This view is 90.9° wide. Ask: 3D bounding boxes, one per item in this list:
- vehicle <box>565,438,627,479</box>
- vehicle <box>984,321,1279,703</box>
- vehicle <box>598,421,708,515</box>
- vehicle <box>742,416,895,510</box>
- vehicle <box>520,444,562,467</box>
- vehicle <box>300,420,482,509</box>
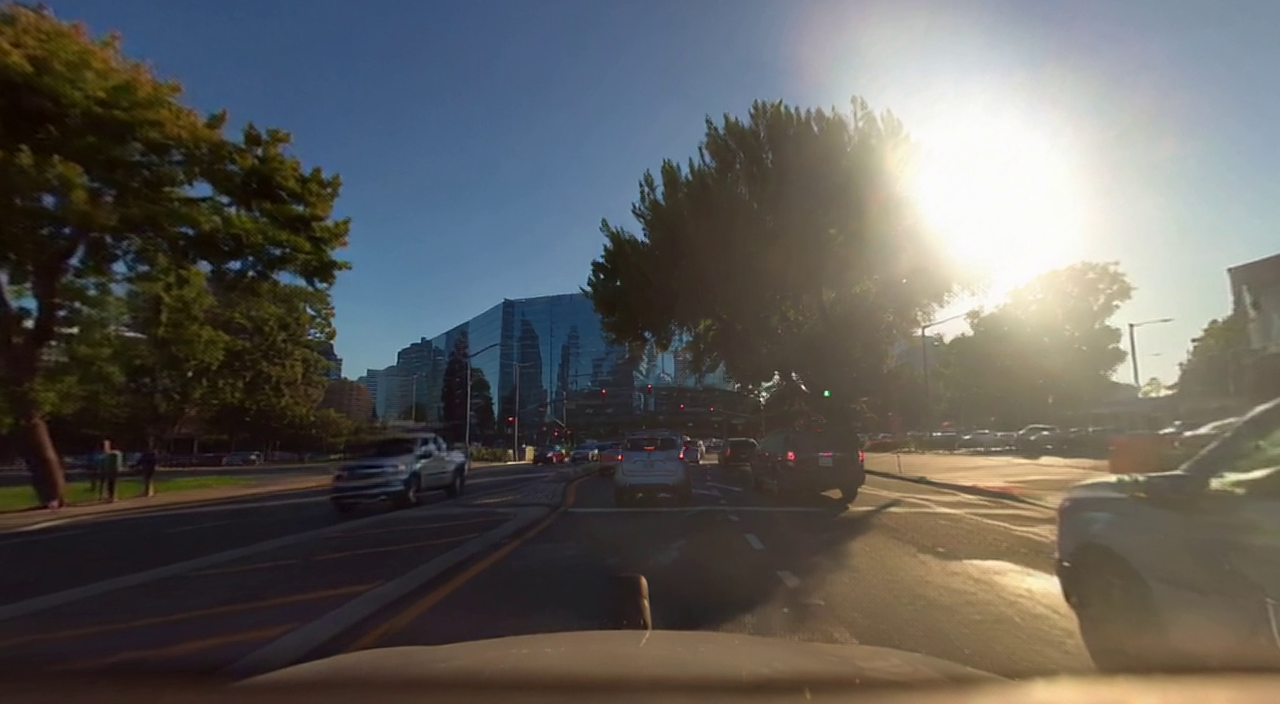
[{"bbox_3d":[-1.713,4.314,25.858,2.023,1.494,4.259,-2,-8,3],"label":"vehicle"},{"bbox_3d":[3.496,0.737,2.130,2.114,1.765,4.647,0,-9,1],"label":"vehicle"},{"bbox_3d":[0.368,2.520,14.118,2.113,1.768,3.901,0,-9,4],"label":"vehicle"},{"bbox_3d":[4.045,2.651,15.595,2.317,1.857,5.940,0,-9,3],"label":"vehicle"},{"bbox_3d":[-6.772,7.118,43.432,1.868,1.496,4.219,-1,-9,5],"label":"vehicle"},{"bbox_3d":[-6.408,2.996,17.280,2.355,2.005,5.673,0,-9,4],"label":"vehicle"}]
